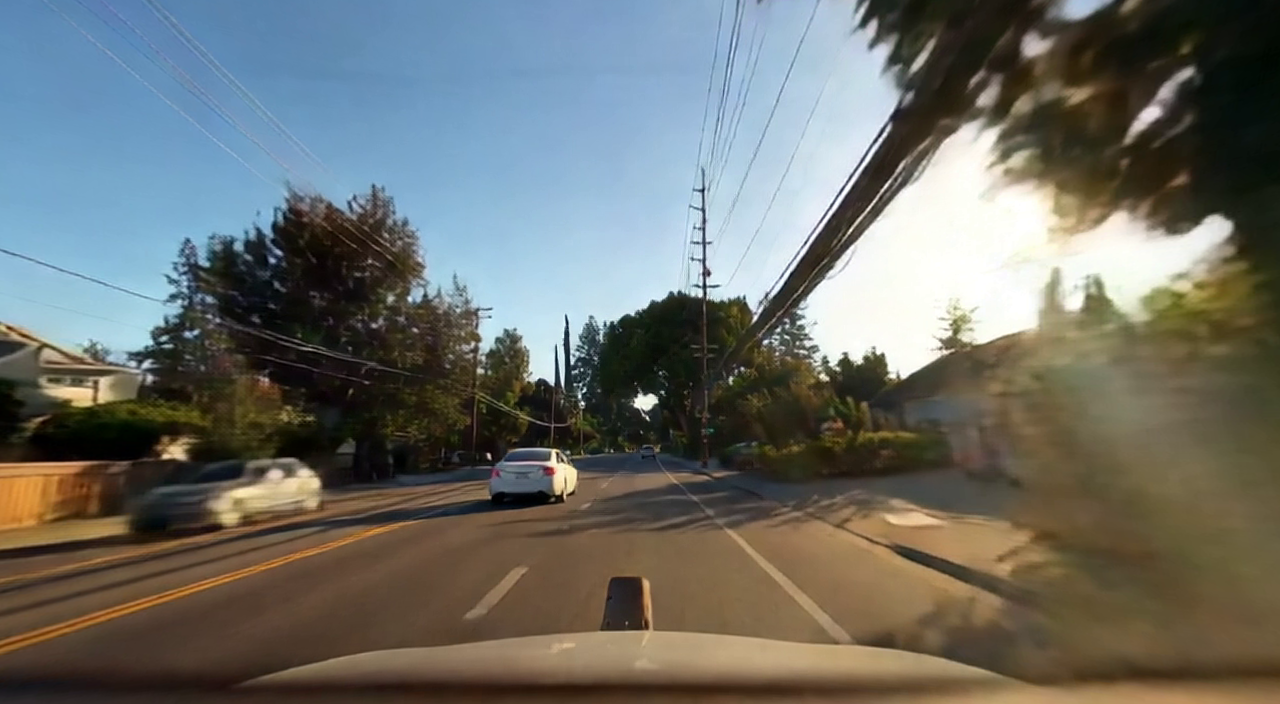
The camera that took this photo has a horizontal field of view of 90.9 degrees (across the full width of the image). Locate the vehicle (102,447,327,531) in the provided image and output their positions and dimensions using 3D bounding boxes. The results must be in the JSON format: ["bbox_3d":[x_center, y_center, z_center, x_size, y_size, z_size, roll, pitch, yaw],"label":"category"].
[{"bbox_3d":[-9.368,3.000,14.434,2.190,1.602,4.096,0,-9,1],"label":"vehicle"}]

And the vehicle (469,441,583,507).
[{"bbox_3d":[-2.911,3.269,17.395,2.085,1.512,5.023,0,-9,2],"label":"vehicle"}]
